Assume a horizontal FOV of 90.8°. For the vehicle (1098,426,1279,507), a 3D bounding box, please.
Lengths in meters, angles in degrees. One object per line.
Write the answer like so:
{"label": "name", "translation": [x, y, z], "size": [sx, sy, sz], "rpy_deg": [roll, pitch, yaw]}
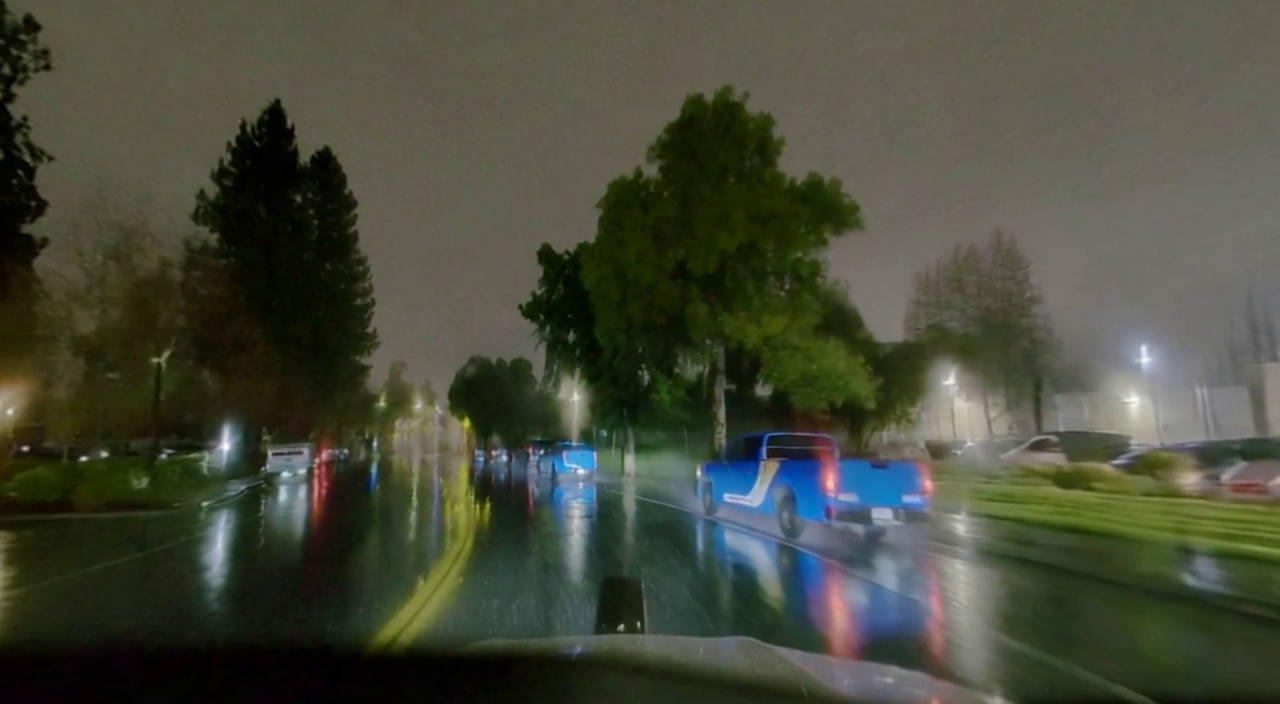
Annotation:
{"label": "vehicle", "translation": [12.449, 2.400, 13.580], "size": [4.433, 1.513, 2.001], "rpy_deg": [3, -9, -21]}

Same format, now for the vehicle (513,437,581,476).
{"label": "vehicle", "translation": [-4.653, 5.050, 30.919], "size": [2.055, 1.731, 4.686], "rpy_deg": [4, -9, -24]}

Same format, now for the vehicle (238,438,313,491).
{"label": "vehicle", "translation": [-15.212, 4.638, 26.681], "size": [2.154, 1.870, 5.118], "rpy_deg": [0, -7, -24]}

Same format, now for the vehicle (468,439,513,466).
{"label": "vehicle", "translation": [-10.860, 7.224, 45.601], "size": [2.137, 1.814, 5.303], "rpy_deg": [4, -9, -24]}

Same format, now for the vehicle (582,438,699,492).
{"label": "vehicle", "translation": [-0.129, 3.571, 20.516], "size": [2.053, 1.519, 4.611], "rpy_deg": [4, -9, -24]}

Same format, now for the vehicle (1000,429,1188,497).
{"label": "vehicle", "translation": [11.468, 2.747, 16.005], "size": [3.974, 1.528, 2.085], "rpy_deg": [4, -9, -25]}

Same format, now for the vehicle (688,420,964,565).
{"label": "vehicle", "translation": [2.731, 2.117, 10.958], "size": [2.042, 1.817, 5.202], "rpy_deg": [2, -6, -17]}
